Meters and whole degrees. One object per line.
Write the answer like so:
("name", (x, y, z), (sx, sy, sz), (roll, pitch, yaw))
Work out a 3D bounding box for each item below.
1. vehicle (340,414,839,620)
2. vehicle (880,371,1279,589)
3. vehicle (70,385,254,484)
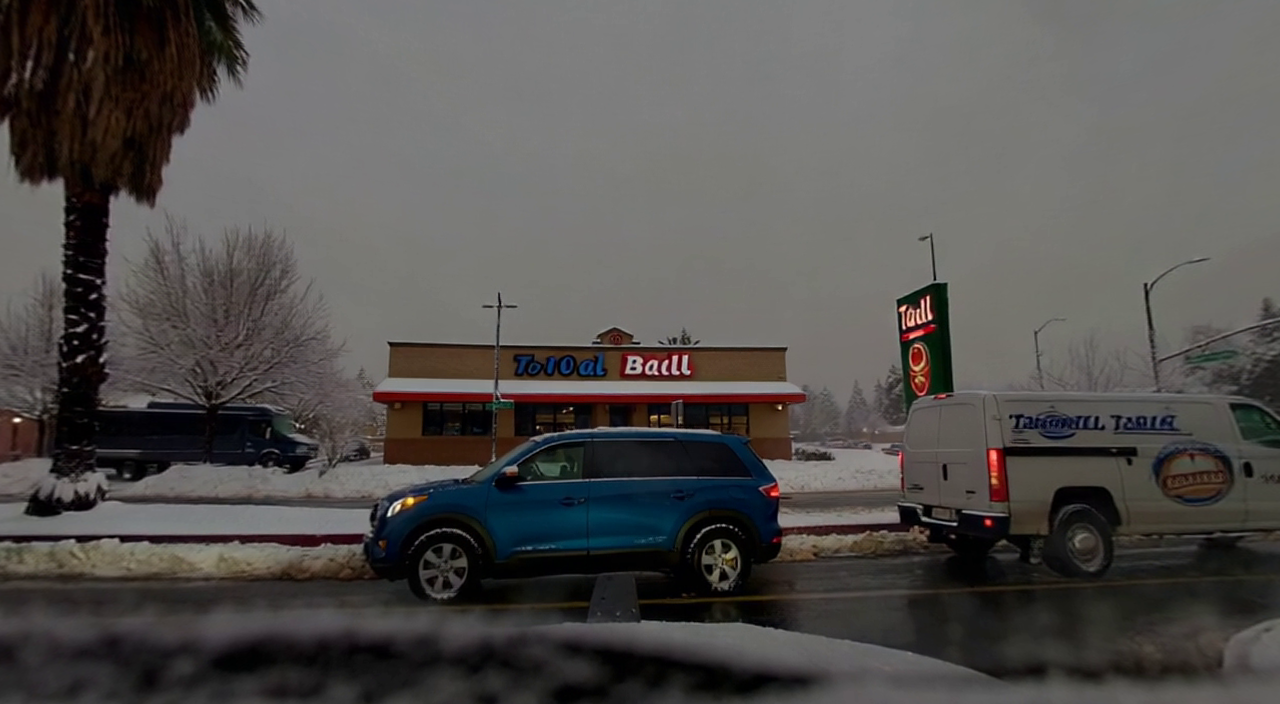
("vehicle", (-0.486, 1.614, 6.854), (4.493, 1.728, 2.137), (1, -9, -9))
("vehicle", (6.626, 1.512, 8.026), (6.246, 2.202, 2.277), (1, -9, -8))
("vehicle", (-21.680, 3.903, 29.444), (3.034, 3.929, 7.699), (1, -9, -6))
